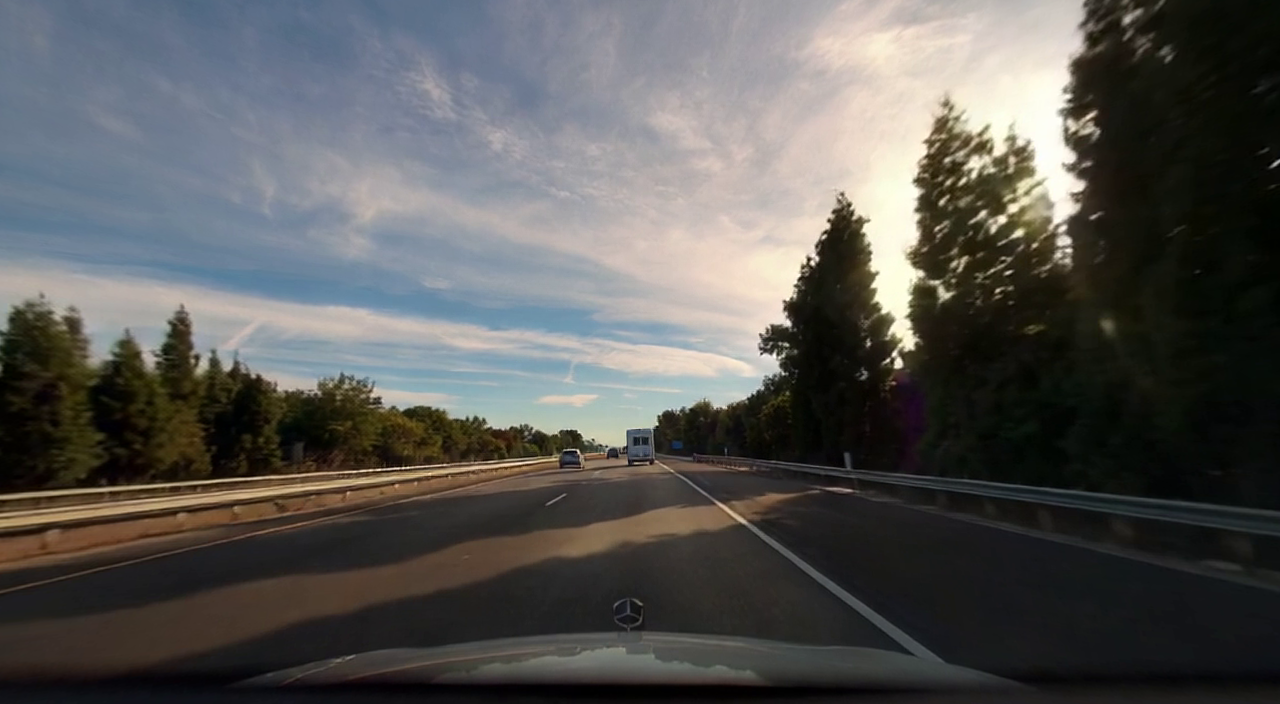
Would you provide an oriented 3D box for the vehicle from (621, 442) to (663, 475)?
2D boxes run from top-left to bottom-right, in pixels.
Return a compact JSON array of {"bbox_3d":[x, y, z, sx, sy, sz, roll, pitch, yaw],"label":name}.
[{"bbox_3d":[0.089,5.770,34.297,2.172,1.687,3.929,0,-9,0],"label":"vehicle"}]

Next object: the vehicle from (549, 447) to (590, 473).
[{"bbox_3d":[-4.290,6.651,38.985,2.031,1.482,4.248,0,-9,0],"label":"vehicle"}]
